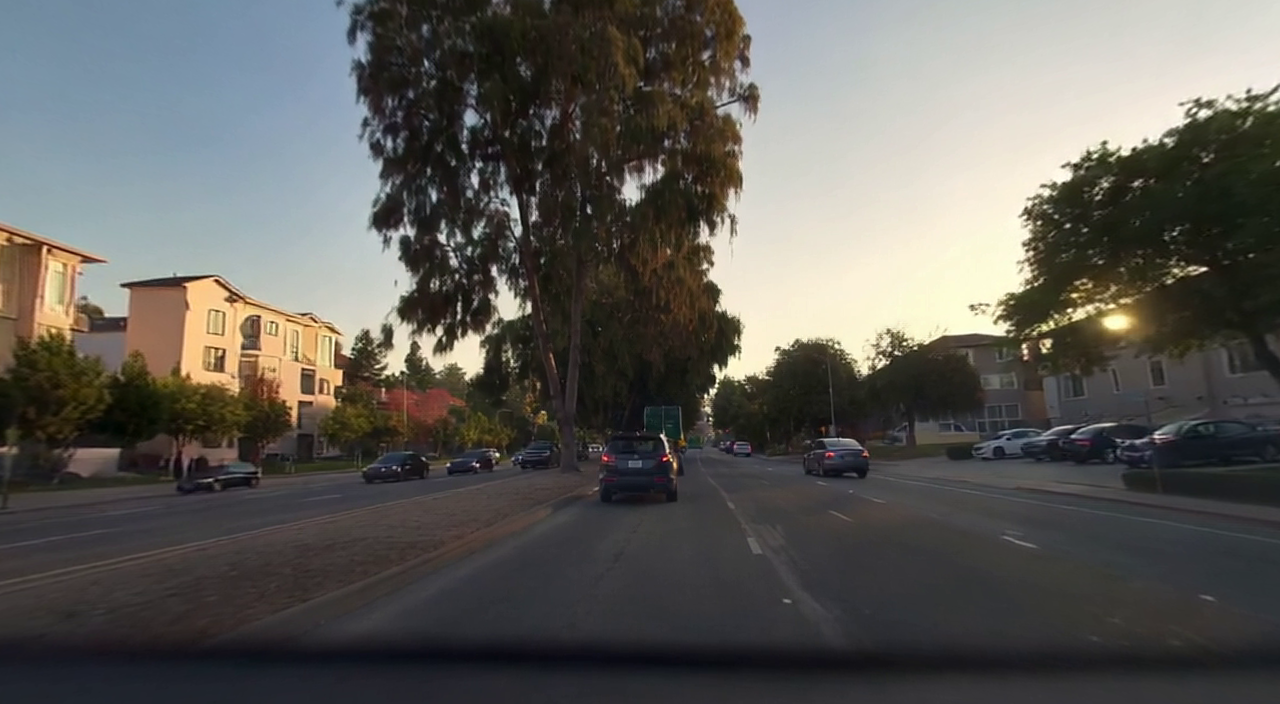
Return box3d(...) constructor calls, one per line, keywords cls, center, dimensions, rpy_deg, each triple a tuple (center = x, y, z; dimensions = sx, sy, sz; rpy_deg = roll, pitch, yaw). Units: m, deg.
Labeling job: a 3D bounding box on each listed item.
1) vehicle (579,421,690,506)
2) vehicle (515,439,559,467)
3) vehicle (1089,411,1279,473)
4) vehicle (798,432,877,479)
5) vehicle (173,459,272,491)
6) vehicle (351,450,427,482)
box3d(cls="vehicle", center=(0.046, 2.737, 15.937), dimensions=(2.332, 1.798, 4.546), rpy_deg=(-1, -8, 5))
box3d(cls="vehicle", center=(-6.880, 6.774, 42.531), dimensions=(2.119, 1.778, 4.760), rpy_deg=(0, -8, 1))
box3d(cls="vehicle", center=(18.725, 3.089, 21.579), dimensions=(4.783, 1.724, 2.297), rpy_deg=(-4, -8, 1))
box3d(cls="vehicle", center=(7.931, 4.180, 25.744), dimensions=(1.971, 1.722, 4.341), rpy_deg=(0, -8, 3))
box3d(cls="vehicle", center=(-22.129, 6.501, 33.640), dimensions=(1.824, 1.476, 4.499), rpy_deg=(-1, -8, 7))
box3d(cls="vehicle", center=(-12.552, 5.701, 31.830), dimensions=(1.806, 1.417, 4.405), rpy_deg=(-2, -8, 4))
